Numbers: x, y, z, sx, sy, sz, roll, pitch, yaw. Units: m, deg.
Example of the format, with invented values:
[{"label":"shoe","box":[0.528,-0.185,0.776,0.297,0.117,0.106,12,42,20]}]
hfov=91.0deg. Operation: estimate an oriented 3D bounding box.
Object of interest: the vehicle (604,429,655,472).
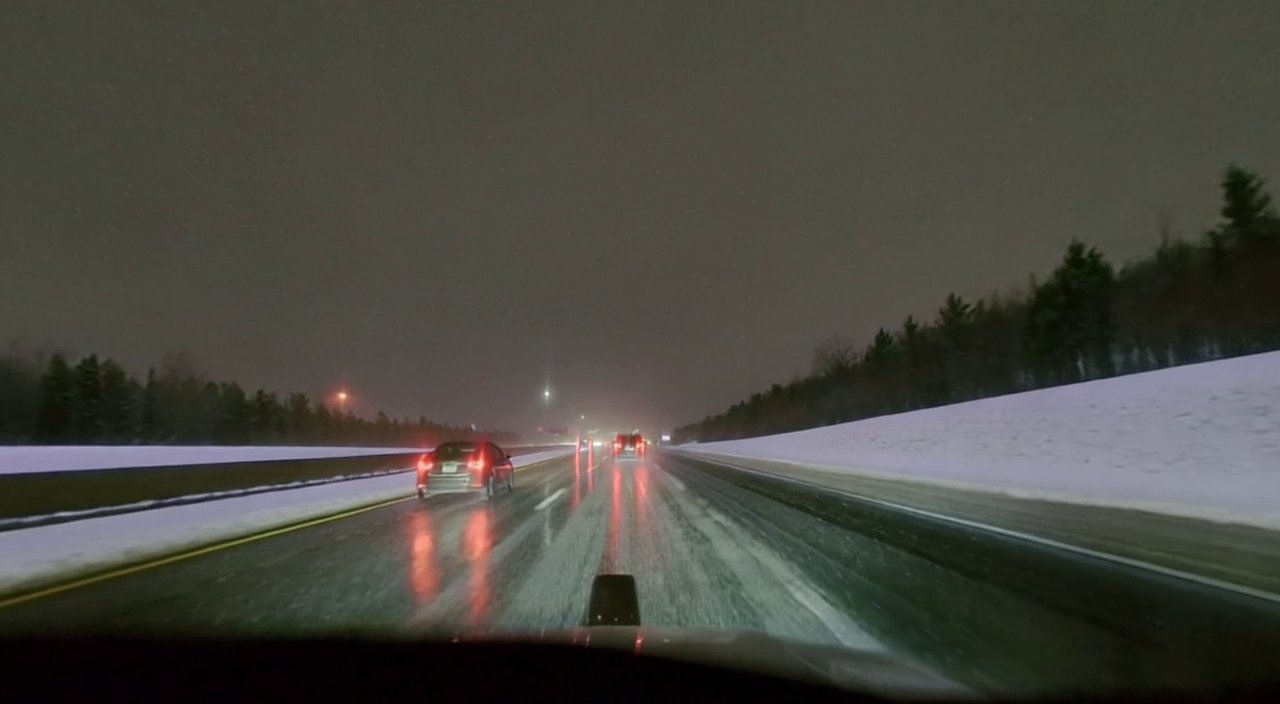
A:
[{"label":"vehicle","box":[-0.545,4.892,31.572,2.382,1.973,4.439,0,-8,-2]}]

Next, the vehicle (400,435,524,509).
[{"label":"vehicle","box":[-4.169,2.839,15.408,1.945,1.550,3.780,0,-8,0]}]
